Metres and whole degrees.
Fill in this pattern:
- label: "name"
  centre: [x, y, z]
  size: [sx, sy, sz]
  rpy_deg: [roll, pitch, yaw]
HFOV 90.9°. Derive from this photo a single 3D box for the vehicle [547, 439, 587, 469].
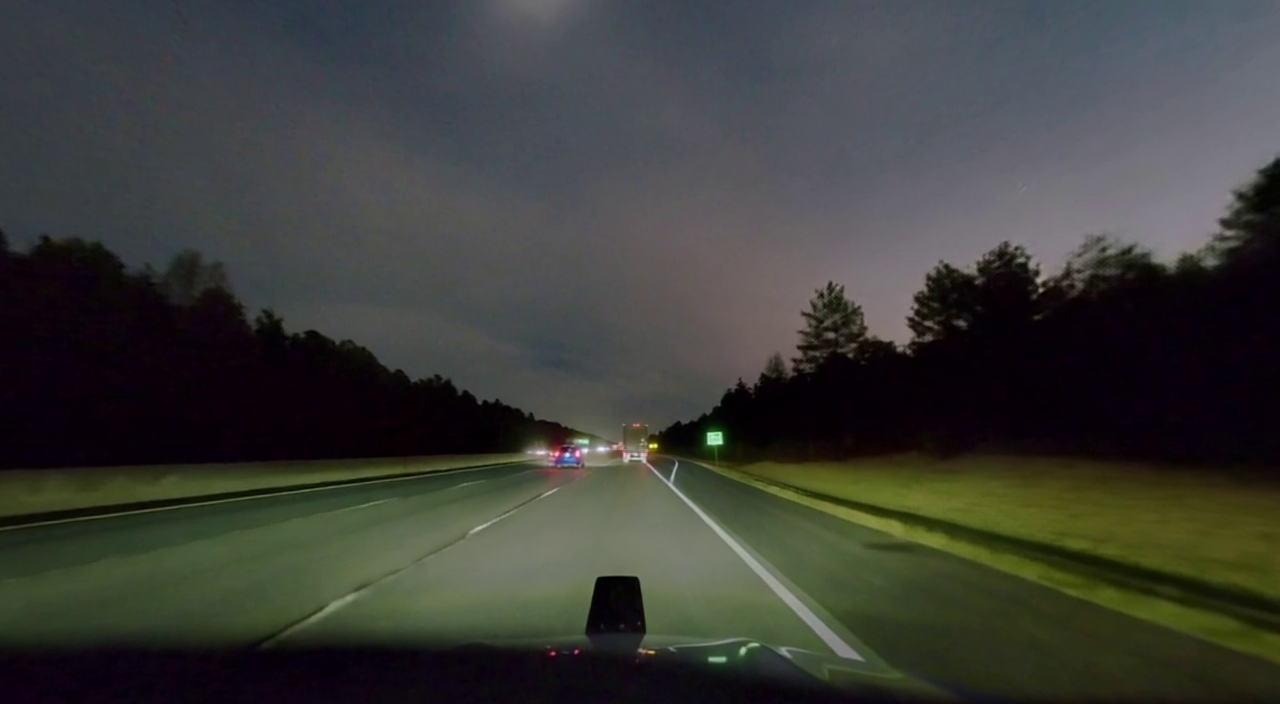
- label: "vehicle"
  centre: [-4.805, 6.831, 42.315]
  size: [2.124, 1.888, 5.226]
  rpy_deg: [0, -9, 0]
